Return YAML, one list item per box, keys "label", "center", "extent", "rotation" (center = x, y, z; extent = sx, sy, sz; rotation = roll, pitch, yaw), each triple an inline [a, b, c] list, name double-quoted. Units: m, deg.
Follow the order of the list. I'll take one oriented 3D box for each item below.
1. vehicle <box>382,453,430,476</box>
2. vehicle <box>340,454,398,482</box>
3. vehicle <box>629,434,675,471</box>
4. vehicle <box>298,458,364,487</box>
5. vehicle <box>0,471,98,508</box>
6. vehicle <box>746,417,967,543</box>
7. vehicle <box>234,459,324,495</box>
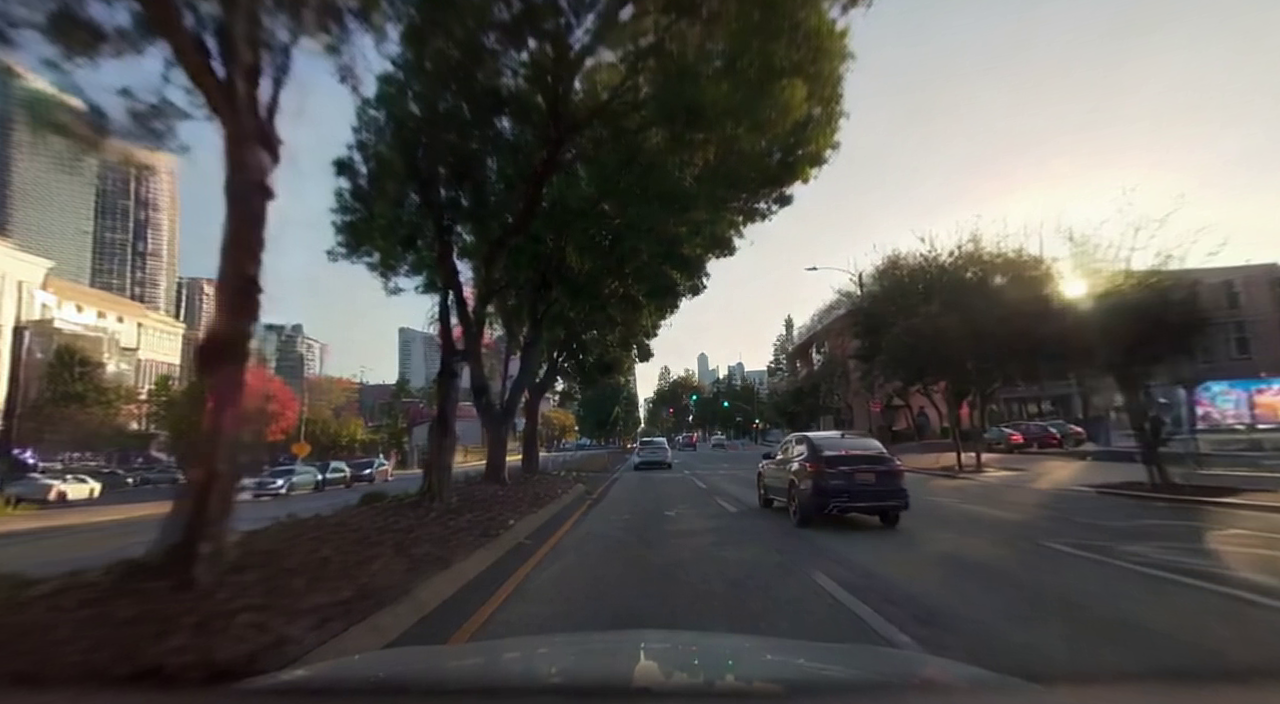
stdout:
- label: "vehicle"
  center: [-18.373, 8.852, 49.758]
  extent: [1.956, 1.647, 4.643]
  rotation: [0, -8, 1]
- label: "vehicle"
  center: [-18.491, 7.907, 43.225]
  extent: [2.049, 1.678, 4.376]
  rotation: [0, -8, 0]
- label: "vehicle"
  center: [0.523, 4.933, 31.011]
  extent: [2.125, 1.669, 3.880]
  rotation: [0, -8, -1]
- label: "vehicle"
  center: [-18.458, 7.206, 37.865]
  extent: [1.786, 1.523, 4.309]
  rotation: [0, -8, -1]
- label: "vehicle"
  center: [-29.714, 6.715, 30.887]
  extent: [4.483, 1.618, 1.829]
  rotation: [0, -8, -2]
- label: "vehicle"
  center: [3.164, 1.988, 10.466]
  extent: [1.931, 1.591, 4.708]
  rotation: [0, -8, -1]
- label: "vehicle"
  center: [-18.508, 6.386, 32.592]
  extent: [1.853, 1.614, 4.514]
  rotation: [-1, -8, 2]
